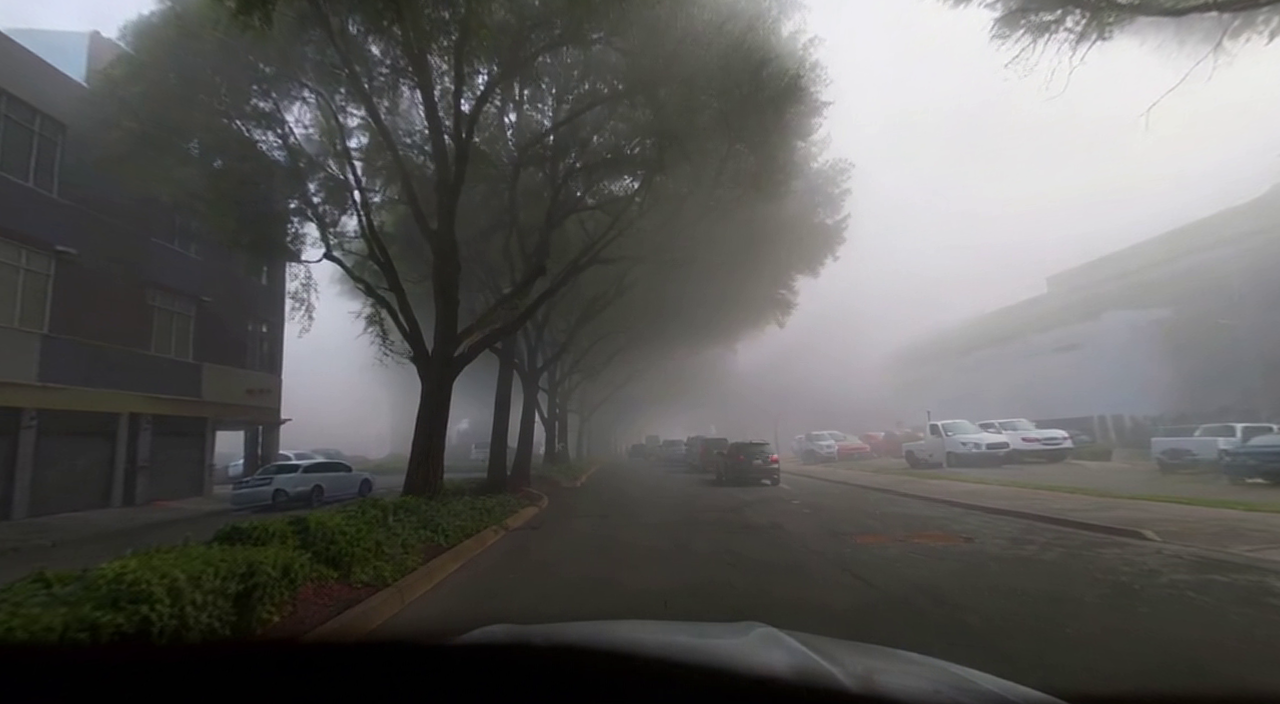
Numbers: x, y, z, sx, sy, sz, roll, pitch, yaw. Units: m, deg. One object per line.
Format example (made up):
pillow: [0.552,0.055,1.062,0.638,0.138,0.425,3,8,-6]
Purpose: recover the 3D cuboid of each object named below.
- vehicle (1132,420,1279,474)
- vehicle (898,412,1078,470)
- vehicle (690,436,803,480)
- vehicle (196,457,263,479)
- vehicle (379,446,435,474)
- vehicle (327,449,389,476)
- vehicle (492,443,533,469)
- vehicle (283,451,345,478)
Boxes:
vehicle: [25.110,4.107,27.528,5.596,2.168,2.307,2,-7,-5]
vehicle: [13.194,3.407,24.210,5.540,2.045,2.259,0,-8,-3]
vehicle: [4.546,4.459,26.885,4.626,1.723,1.939,5,-10,-33]
vehicle: [-29.402,8.309,45.458,1.849,1.444,4.533,0,-9,-2]
vehicle: [-15.057,6.954,41.062,1.888,1.657,4.138,-1,-8,3]
vehicle: [-17.900,7.025,40.324,1.850,1.531,4.256,0,-8,2]
vehicle: [-8.584,7.025,42.886,1.993,1.640,4.457,0,-8,-2]
vehicle: [-20.903,7.211,40.662,1.880,1.617,3.870,0,-8,0]
